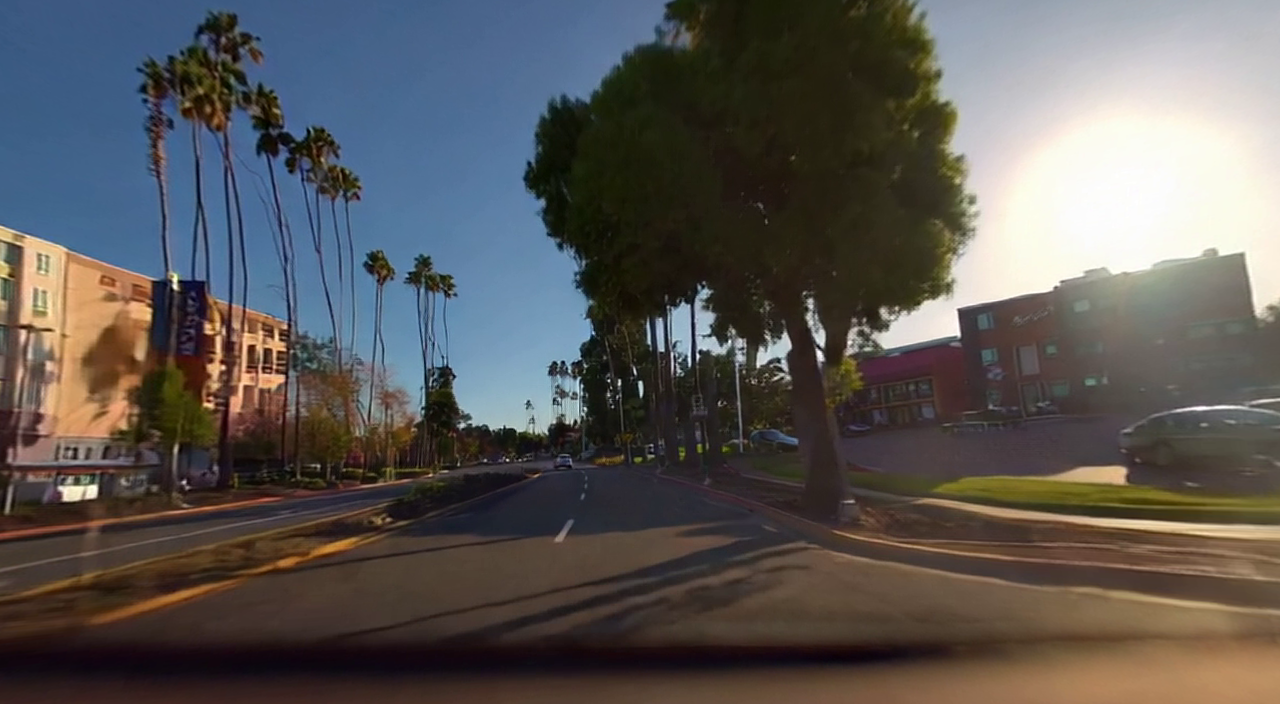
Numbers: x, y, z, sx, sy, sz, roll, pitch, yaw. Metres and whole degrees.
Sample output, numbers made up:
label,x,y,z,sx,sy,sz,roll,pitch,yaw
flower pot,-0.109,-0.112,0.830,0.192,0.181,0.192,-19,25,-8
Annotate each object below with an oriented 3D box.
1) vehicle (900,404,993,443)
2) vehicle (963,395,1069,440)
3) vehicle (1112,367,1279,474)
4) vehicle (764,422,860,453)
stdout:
label,x,y,z,sx,sy,sz,roll,pitch,yaw
vehicle,18.638,4.399,38.383,2.002,1.686,4.537,-1,-11,-31
vehicle,18.767,3.397,31.674,1.992,1.767,4.848,-7,-9,-4
vehicle,11.834,1.415,12.206,2.196,1.715,4.918,-2,-9,11
vehicle,9.528,4.786,35.124,4.671,1.630,2.200,0,-9,-1
